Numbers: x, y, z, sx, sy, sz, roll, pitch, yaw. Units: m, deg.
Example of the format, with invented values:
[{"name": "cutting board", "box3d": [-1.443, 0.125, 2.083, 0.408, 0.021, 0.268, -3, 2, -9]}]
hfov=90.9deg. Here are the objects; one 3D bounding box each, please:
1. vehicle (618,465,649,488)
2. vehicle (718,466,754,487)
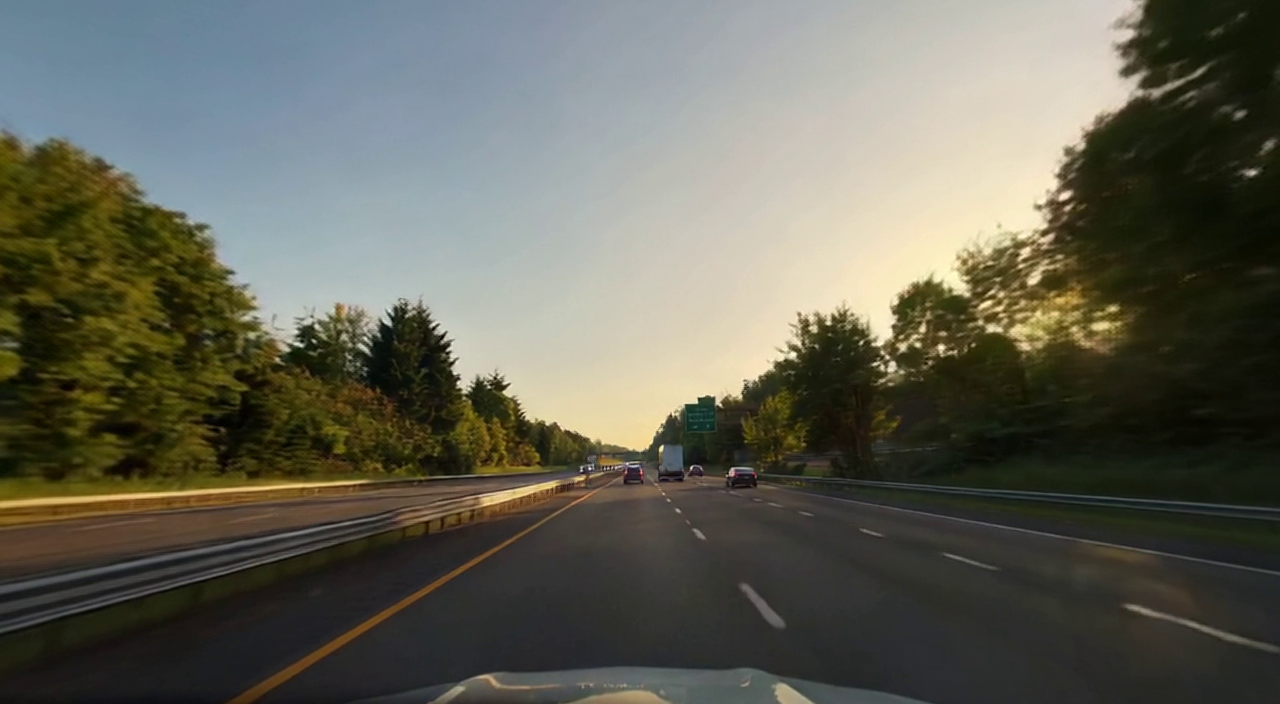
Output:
[{"name": "vehicle", "box3d": [-0.436, 8.482, 42.916, 2.025, 1.452, 3.927, 1, -10, -1]}, {"name": "vehicle", "box3d": [7.416, 9.696, 49.175, 1.977, 1.494, 4.311, 1, -10, -2]}]
